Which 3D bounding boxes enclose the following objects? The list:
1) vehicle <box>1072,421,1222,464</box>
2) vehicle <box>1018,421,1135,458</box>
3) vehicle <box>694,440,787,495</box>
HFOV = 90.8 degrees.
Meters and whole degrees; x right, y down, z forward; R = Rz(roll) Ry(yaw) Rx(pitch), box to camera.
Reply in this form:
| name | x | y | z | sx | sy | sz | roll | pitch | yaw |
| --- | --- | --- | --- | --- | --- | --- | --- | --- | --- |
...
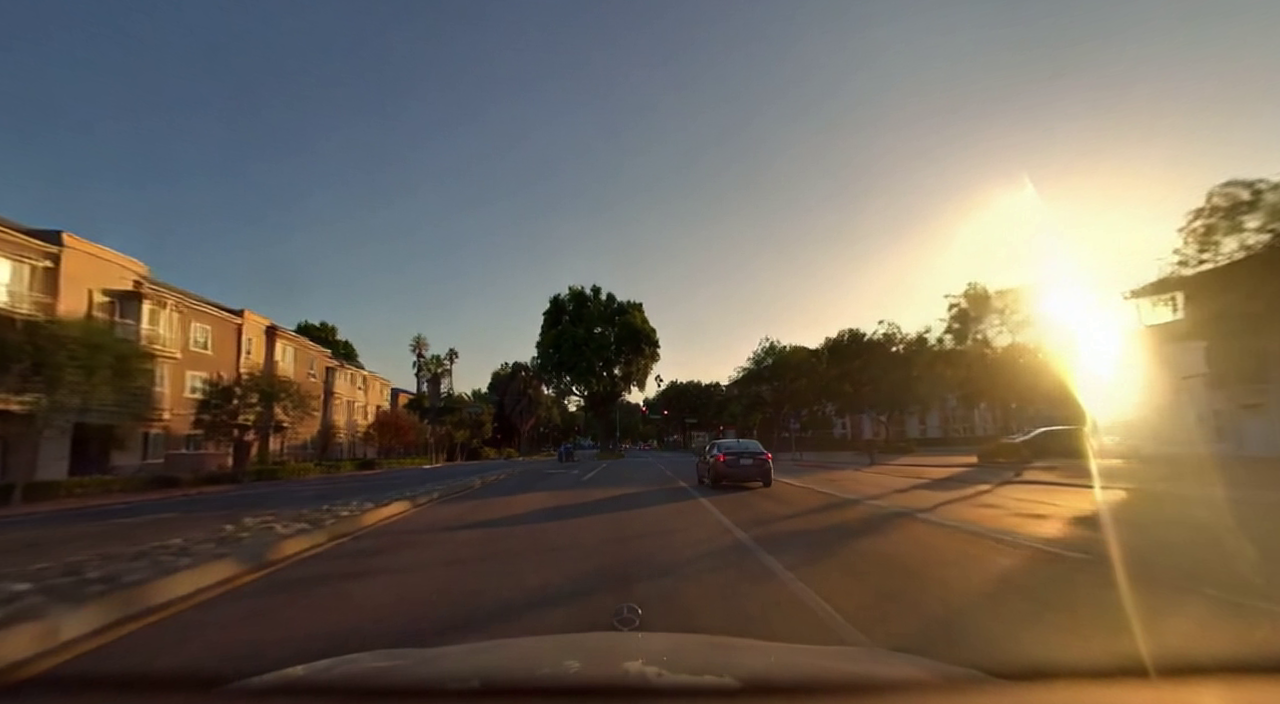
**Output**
| name | x | y | z | sx | sy | sz | roll | pitch | yaw |
| --- | --- | --- | --- | --- | --- | --- | --- | --- | --- |
| vehicle | 22.290 | 3.997 | 27.908 | 4.781 | 1.600 | 1.986 | -3 | -8 | 1 |
| vehicle | 22.314 | 4.526 | 32.469 | 4.383 | 1.815 | 2.061 | -1 | -9 | 2 |
| vehicle | 2.862 | 3.387 | 18.965 | 1.964 | 1.448 | 4.295 | 0 | -9 | -2 |
